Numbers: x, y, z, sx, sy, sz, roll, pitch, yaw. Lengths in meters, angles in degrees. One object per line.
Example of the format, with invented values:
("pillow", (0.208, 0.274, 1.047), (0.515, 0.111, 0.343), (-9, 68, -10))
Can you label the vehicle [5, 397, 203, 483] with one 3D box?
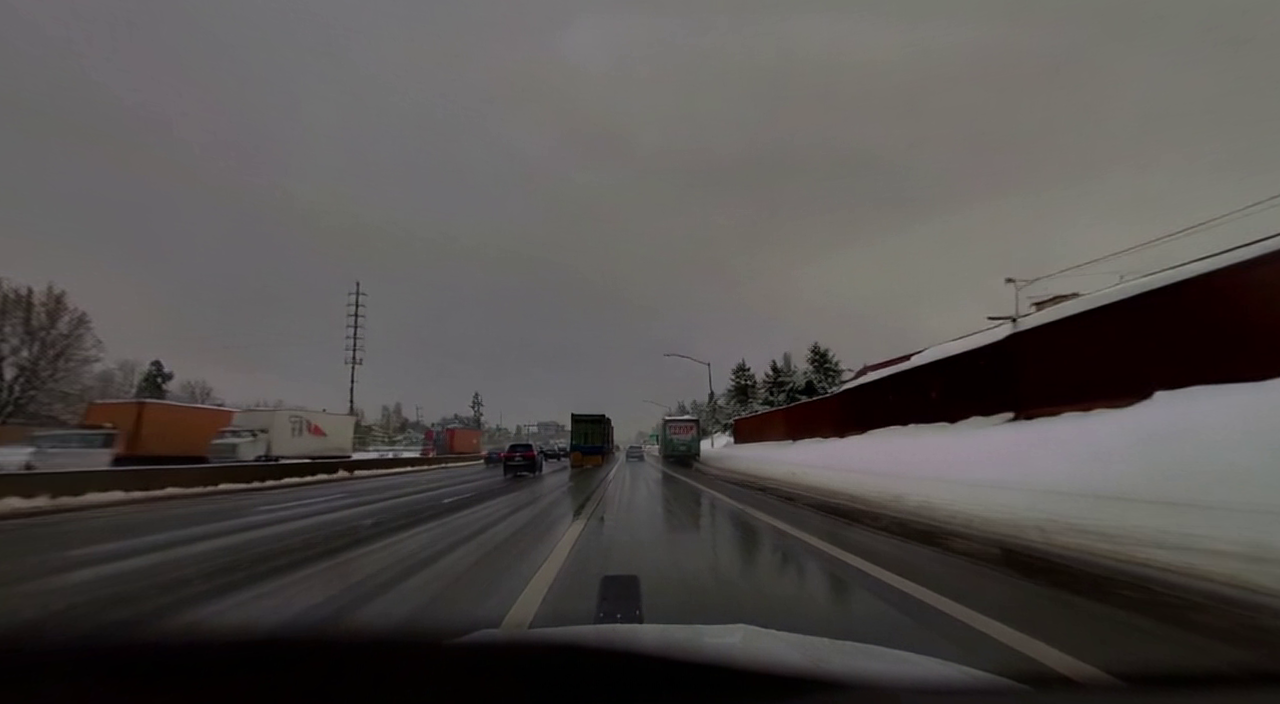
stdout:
("vehicle", (-26.889, 4.553, 32.564), (2.985, 3.820, 8.369), (0, -9, -2))

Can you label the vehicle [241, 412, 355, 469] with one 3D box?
("vehicle", (-23.414, 6.219, 44.126), (2.915, 3.535, 9.511), (0, -9, -2))

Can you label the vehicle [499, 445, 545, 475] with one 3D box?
("vehicle", (-7.079, 6.469, 38.284), (2.132, 1.679, 4.045), (0, -9, -2))

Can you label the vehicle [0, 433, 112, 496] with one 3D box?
("vehicle", (-18.904, 3.251, 18.381), (2.180, 1.717, 5.809), (0, -9, -1))
